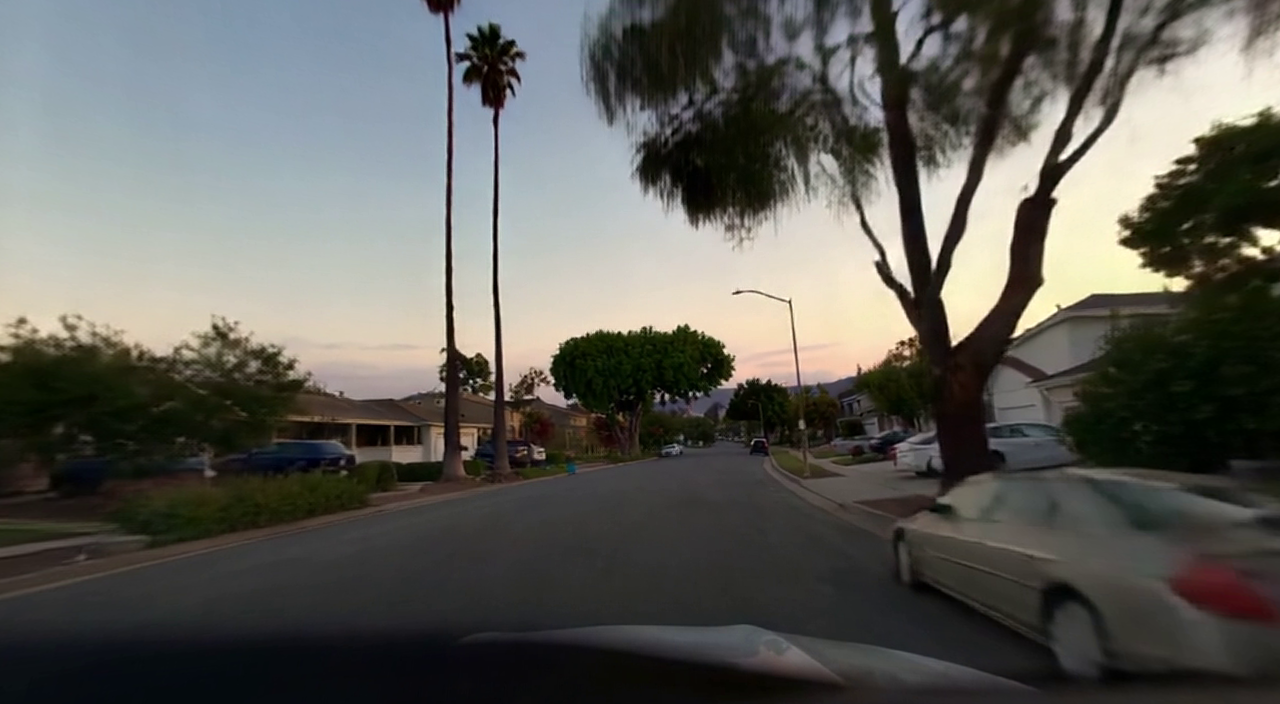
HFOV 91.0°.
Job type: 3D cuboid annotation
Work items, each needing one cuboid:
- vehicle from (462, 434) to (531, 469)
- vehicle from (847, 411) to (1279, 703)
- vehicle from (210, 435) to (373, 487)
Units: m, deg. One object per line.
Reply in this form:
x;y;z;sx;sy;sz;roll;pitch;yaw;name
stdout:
-9.401;6.582;41.515;3.918;1.719;1.988;-4;-21;5;vehicle
3.198;1.294;4.457;2.045;1.519;4.231;0;-8;1;vehicle
-12.580;3.907;22.821;5.015;1.746;1.968;-2;-9;13;vehicle
